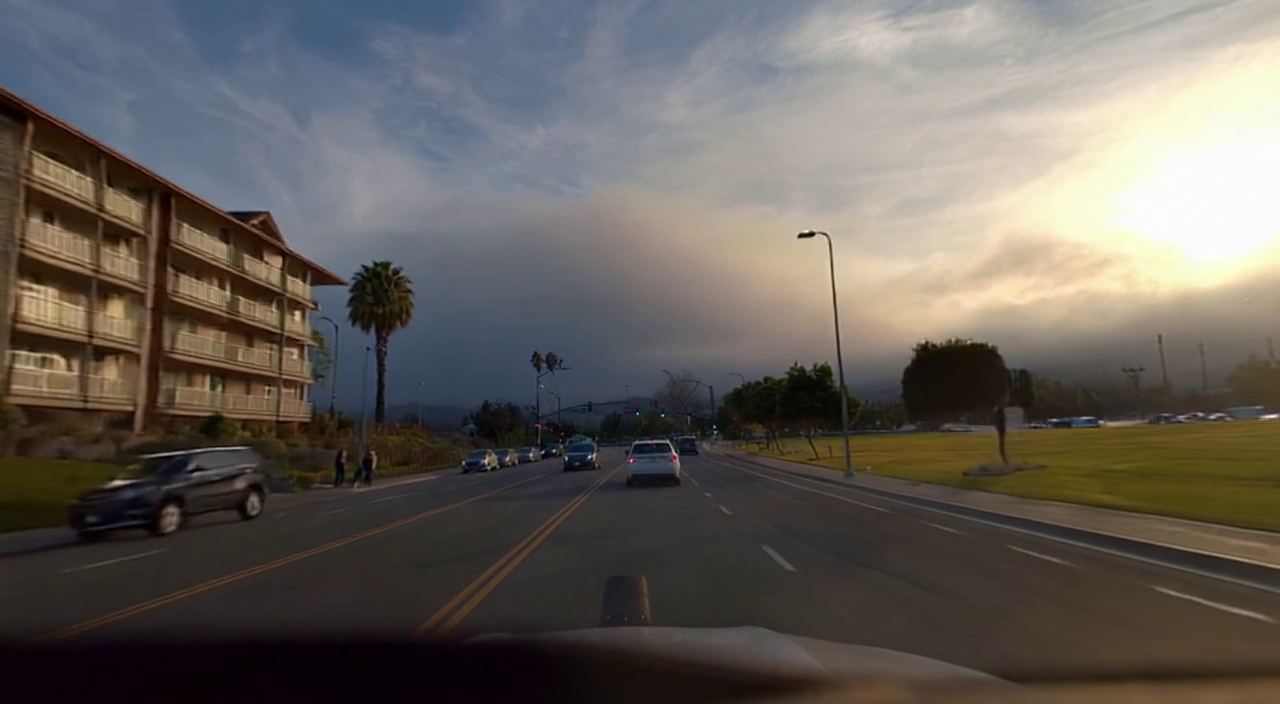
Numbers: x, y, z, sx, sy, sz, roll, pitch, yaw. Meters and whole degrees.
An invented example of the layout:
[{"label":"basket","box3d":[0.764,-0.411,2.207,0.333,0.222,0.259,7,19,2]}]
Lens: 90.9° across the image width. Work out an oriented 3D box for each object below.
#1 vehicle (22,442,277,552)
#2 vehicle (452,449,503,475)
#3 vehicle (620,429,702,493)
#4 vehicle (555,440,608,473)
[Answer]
[{"label":"vehicle","box3d":[-10.289,2.986,13.829,2.032,1.833,4.465,-3,-8,0]},{"label":"vehicle","box3d":[-10.167,6.910,39.762,1.839,1.474,4.694,-1,-9,1]},{"label":"vehicle","box3d":[0.559,3.144,18.455,2.132,1.632,3.838,0,-9,0]},{"label":"vehicle","box3d":[-2.753,5.077,30.742,2.104,1.455,4.199,-1,-9,1]}]
